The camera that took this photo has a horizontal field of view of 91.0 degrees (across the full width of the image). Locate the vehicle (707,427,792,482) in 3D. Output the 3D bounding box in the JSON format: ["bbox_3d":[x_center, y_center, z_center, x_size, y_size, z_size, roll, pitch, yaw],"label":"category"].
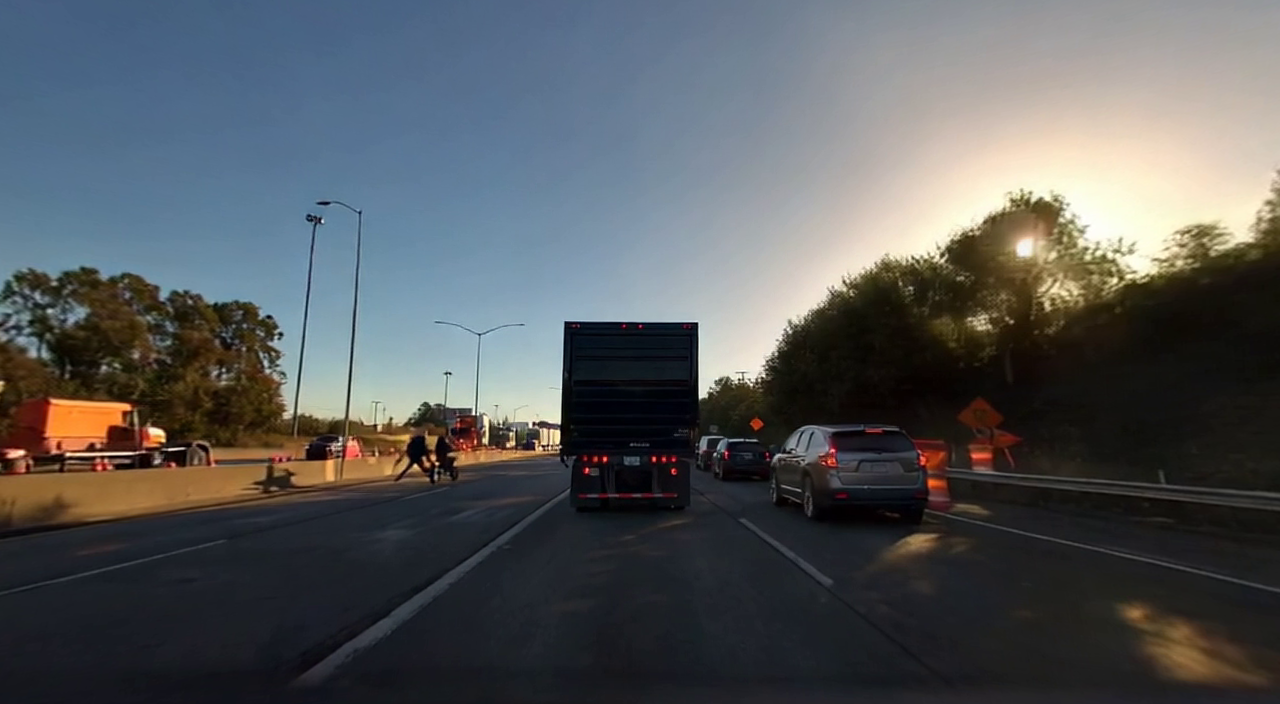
[{"bbox_3d":[3.673,3.546,21.906,1.998,1.713,4.149,1,-9,-3],"label":"vehicle"}]

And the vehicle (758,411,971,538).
[{"bbox_3d":[3.486,2.000,10.807,2.103,1.713,4.173,0,-9,0],"label":"vehicle"}]

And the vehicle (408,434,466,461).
[{"bbox_3d":[-12.371,5.855,38.663,1.887,1.511,4.152,-1,-9,5],"label":"vehicle"}]

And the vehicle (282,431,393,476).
[{"bbox_3d":[-12.850,4.367,27.169,2.054,1.708,4.663,1,-9,6],"label":"vehicle"}]

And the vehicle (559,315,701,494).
[{"bbox_3d":[-0.175,1.878,18.935,3.067,3.940,10.154,0,-9,0],"label":"vehicle"}]
